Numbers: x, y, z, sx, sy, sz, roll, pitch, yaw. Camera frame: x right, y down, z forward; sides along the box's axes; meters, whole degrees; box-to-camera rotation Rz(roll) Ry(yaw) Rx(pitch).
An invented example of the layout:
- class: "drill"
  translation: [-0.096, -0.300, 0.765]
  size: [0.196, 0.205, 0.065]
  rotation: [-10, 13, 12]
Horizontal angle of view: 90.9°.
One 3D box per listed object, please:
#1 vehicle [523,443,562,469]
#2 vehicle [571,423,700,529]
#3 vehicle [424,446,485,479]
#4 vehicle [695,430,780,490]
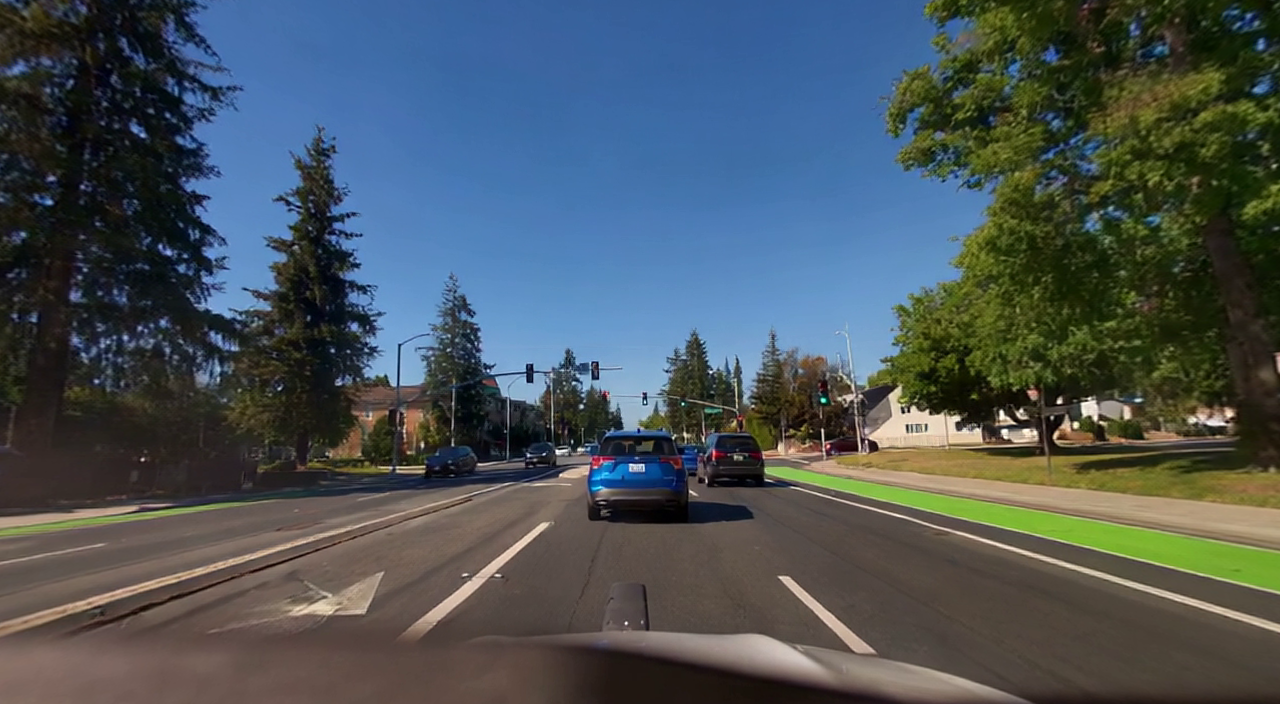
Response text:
- class: "vehicle"
  translation: [-6.887, 7.339, 44.845]
  size: [2.005, 1.729, 4.293]
  rotation: [0, -8, 1]
- class: "vehicle"
  translation: [-0.059, 2.345, 12.424]
  size: [2.109, 1.730, 3.963]
  rotation: [0, -8, 0]
- class: "vehicle"
  translation: [-9.994, 5.967, 34.352]
  size: [1.886, 1.666, 4.575]
  rotation: [0, -8, 1]
- class: "vehicle"
  translation: [3.213, 3.664, 21.754]
  size: [2.189, 1.815, 4.495]
  rotation: [0, -8, 0]
